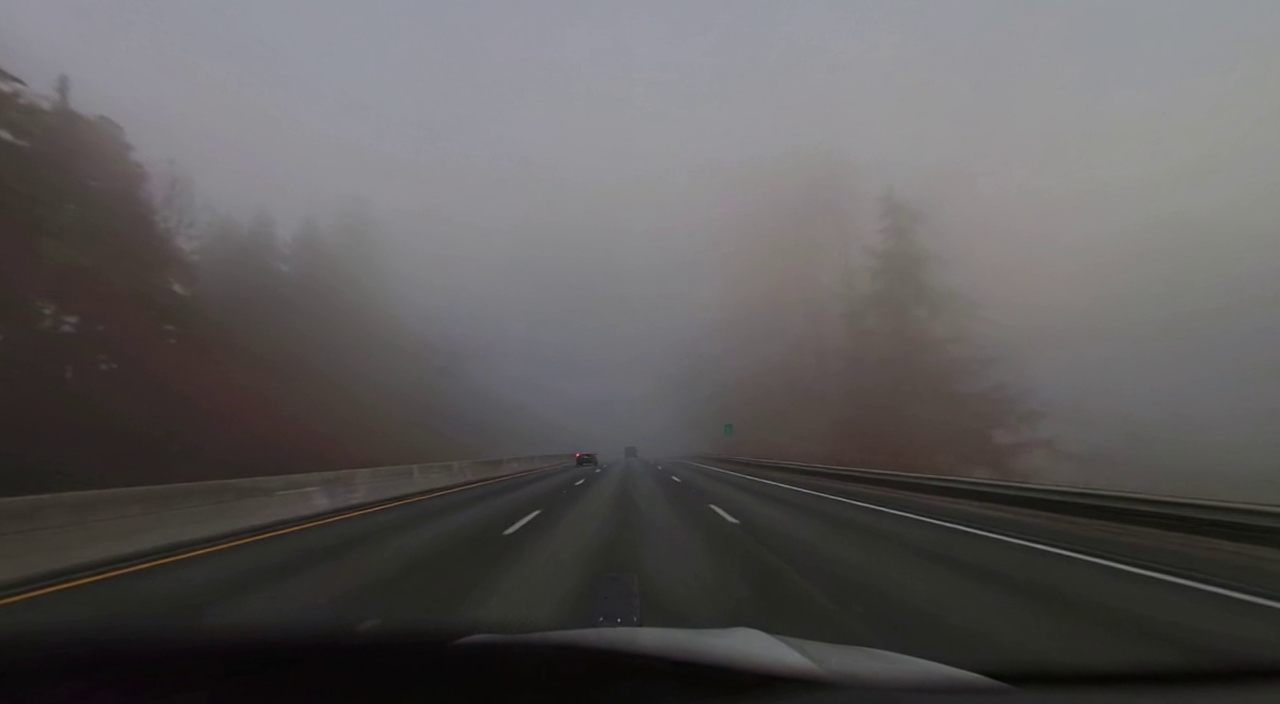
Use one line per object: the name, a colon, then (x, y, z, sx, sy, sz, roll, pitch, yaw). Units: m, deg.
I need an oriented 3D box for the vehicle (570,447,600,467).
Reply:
vehicle: (-4.245, 8.222, 49.214, 1.970, 1.492, 3.944, 0, -9, 0)
